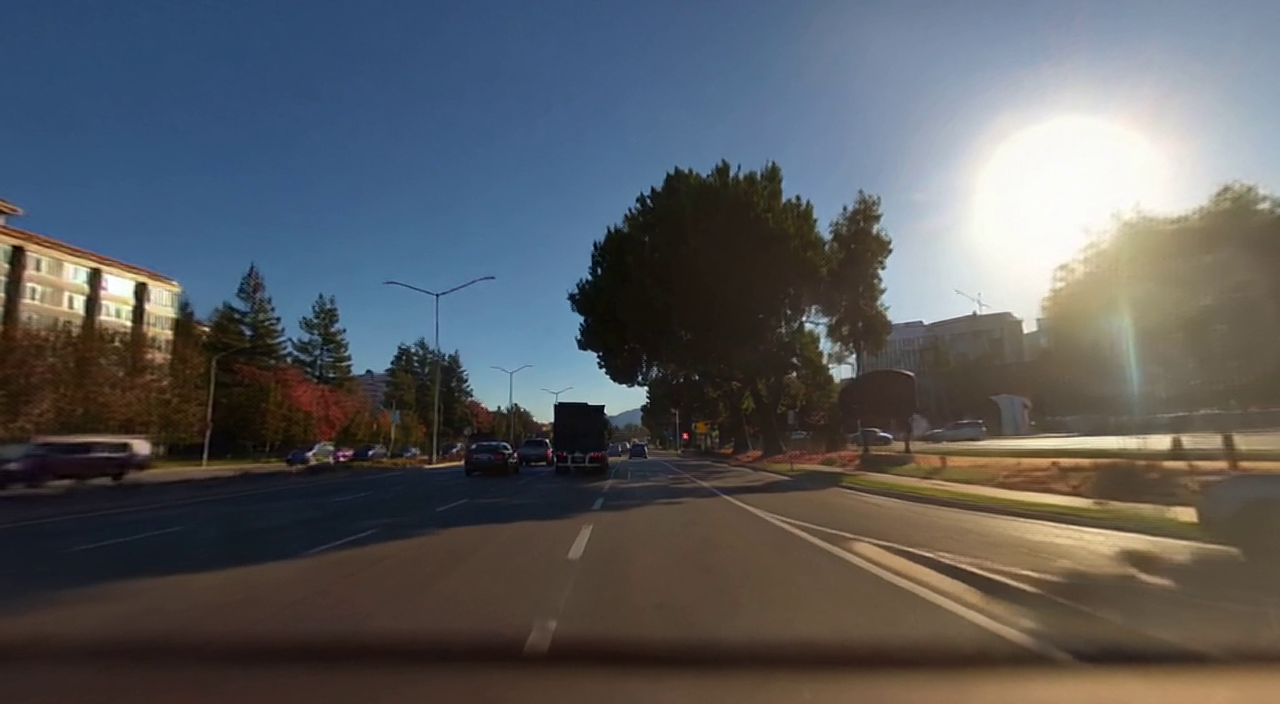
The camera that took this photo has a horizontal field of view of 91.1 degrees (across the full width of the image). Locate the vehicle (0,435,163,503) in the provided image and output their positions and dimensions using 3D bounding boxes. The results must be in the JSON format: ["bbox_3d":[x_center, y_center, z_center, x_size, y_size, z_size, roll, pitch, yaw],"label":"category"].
[{"bbox_3d":[-15.272,3.001,16.512,2.026,1.523,4.584,0,-9,-4],"label":"vehicle"}]

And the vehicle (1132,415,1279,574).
[{"bbox_3d":[8.349,1.466,6.339,2.140,1.685,4.720,5,-10,-30],"label":"vehicle"}]

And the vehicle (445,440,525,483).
[{"bbox_3d":[-5.787,4.120,23.964,2.023,1.483,4.143,0,-9,-1],"label":"vehicle"}]

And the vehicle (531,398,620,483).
[{"bbox_3d":[-2.451,3.712,26.235,2.993,3.051,6.692,0,-9,0],"label":"vehicle"}]

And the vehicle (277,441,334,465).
[{"bbox_3d":[-25.846,7.826,48.694,1.937,1.706,4.617,0,-9,0],"label":"vehicle"}]
